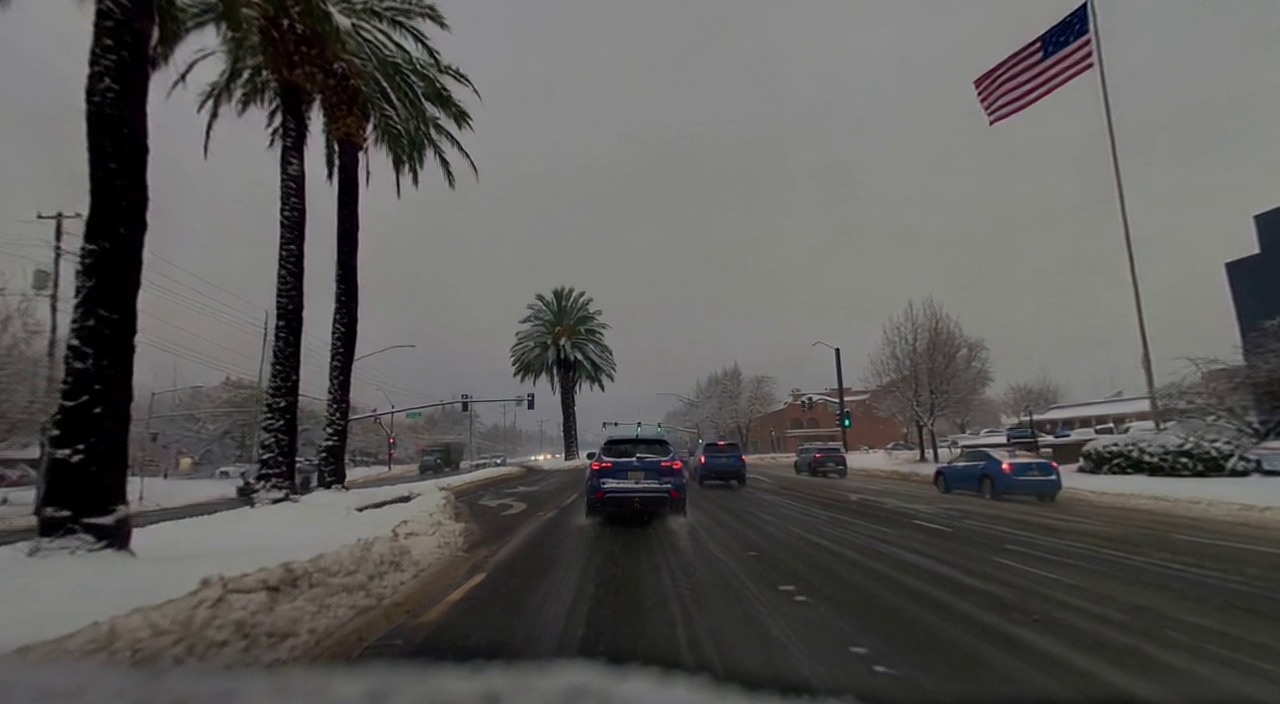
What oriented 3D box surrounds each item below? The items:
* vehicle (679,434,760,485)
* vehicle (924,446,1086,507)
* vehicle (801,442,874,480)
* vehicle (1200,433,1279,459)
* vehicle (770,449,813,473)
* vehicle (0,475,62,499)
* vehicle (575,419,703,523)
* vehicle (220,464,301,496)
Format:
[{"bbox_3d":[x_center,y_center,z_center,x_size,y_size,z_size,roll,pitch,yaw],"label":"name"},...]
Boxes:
[{"bbox_3d":[3.330,4.725,28.178,2.773,2.021,6.212,0,-9,0],"label":"vehicle"},{"bbox_3d":[9.973,3.387,17.744,1.967,1.485,4.267,0,-9,0],"label":"vehicle"},{"bbox_3d":[10.012,5.532,32.423,2.155,1.779,4.582,0,-9,-2],"label":"vehicle"},{"bbox_3d":[36.381,5.625,37.785,1.839,1.455,4.395,0,-9,2],"label":"vehicle"},{"bbox_3d":[10.203,7.337,42.800,1.855,1.495,4.143,0,-8,0],"label":"vehicle"},{"bbox_3d":[-44.657,9.690,45.462,4.226,1.568,1.962,-1,-9,2],"label":"vehicle"},{"bbox_3d":[-0.060,2.580,14.231,2.402,1.938,4.535,0,-9,-1],"label":"vehicle"},{"bbox_3d":[-21.743,7.334,36.392,1.873,1.484,4.571,-3,-9,0],"label":"vehicle"}]
